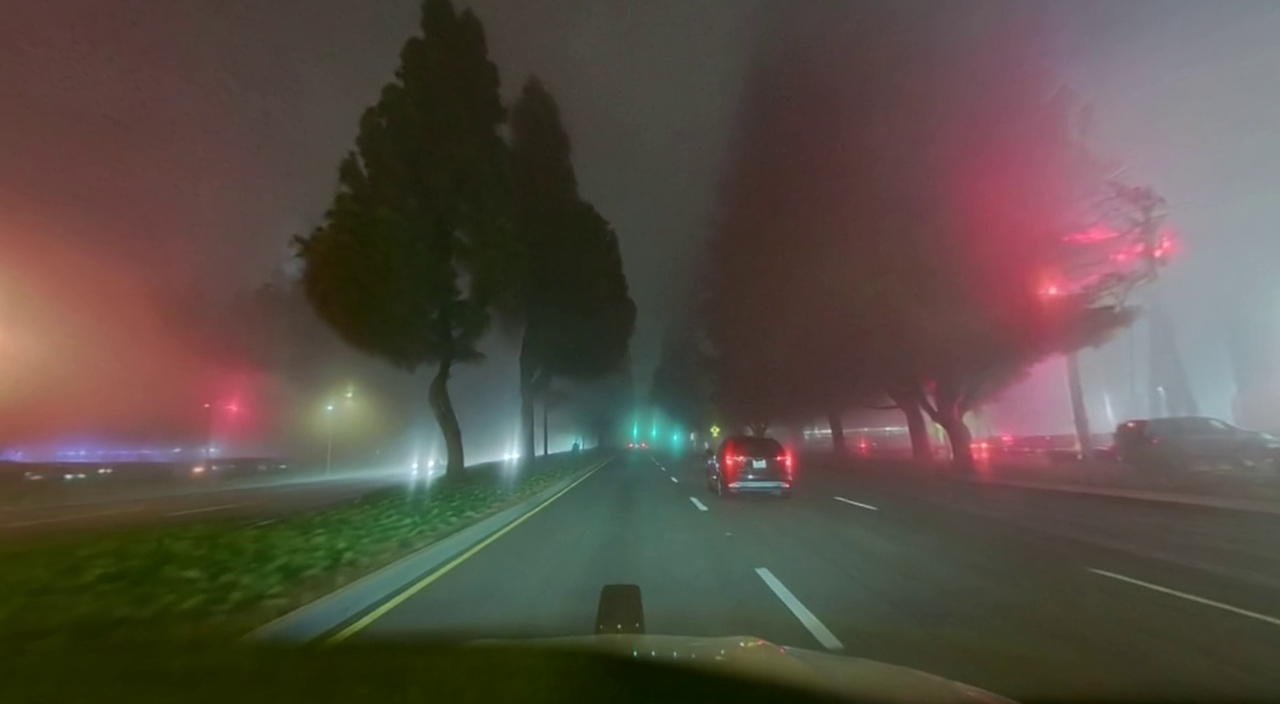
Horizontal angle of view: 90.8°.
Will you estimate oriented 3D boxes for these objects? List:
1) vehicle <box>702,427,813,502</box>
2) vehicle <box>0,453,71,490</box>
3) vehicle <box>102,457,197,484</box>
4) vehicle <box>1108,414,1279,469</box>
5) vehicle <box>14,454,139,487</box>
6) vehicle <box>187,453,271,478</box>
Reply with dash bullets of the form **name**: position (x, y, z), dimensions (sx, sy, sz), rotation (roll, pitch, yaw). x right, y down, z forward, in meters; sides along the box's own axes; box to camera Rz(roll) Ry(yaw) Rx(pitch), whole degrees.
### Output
- **vehicle**: position (2.865, 2.866, 16.439), dimensions (1.963, 1.677, 4.229), rotation (0, -8, -1)
- **vehicle**: position (-29.127, 5.425, 28.837), dimensions (4.356, 1.585, 1.965), rotation (0, -8, 2)
- **vehicle**: position (-29.578, 7.147, 38.165), dimensions (4.173, 1.482, 1.818), rotation (0, -8, 1)
- **vehicle**: position (19.673, 3.124, 21.920), dimensions (4.975, 1.786, 2.223), rotation (-1, -8, 3)
- **vehicle**: position (-29.903, 6.276, 33.640), dimensions (4.633, 1.630, 2.093), rotation (0, -8, 0)
- **vehicle**: position (-29.379, 8.123, 45.290), dimensions (4.506, 1.640, 2.103), rotation (0, -8, 0)
